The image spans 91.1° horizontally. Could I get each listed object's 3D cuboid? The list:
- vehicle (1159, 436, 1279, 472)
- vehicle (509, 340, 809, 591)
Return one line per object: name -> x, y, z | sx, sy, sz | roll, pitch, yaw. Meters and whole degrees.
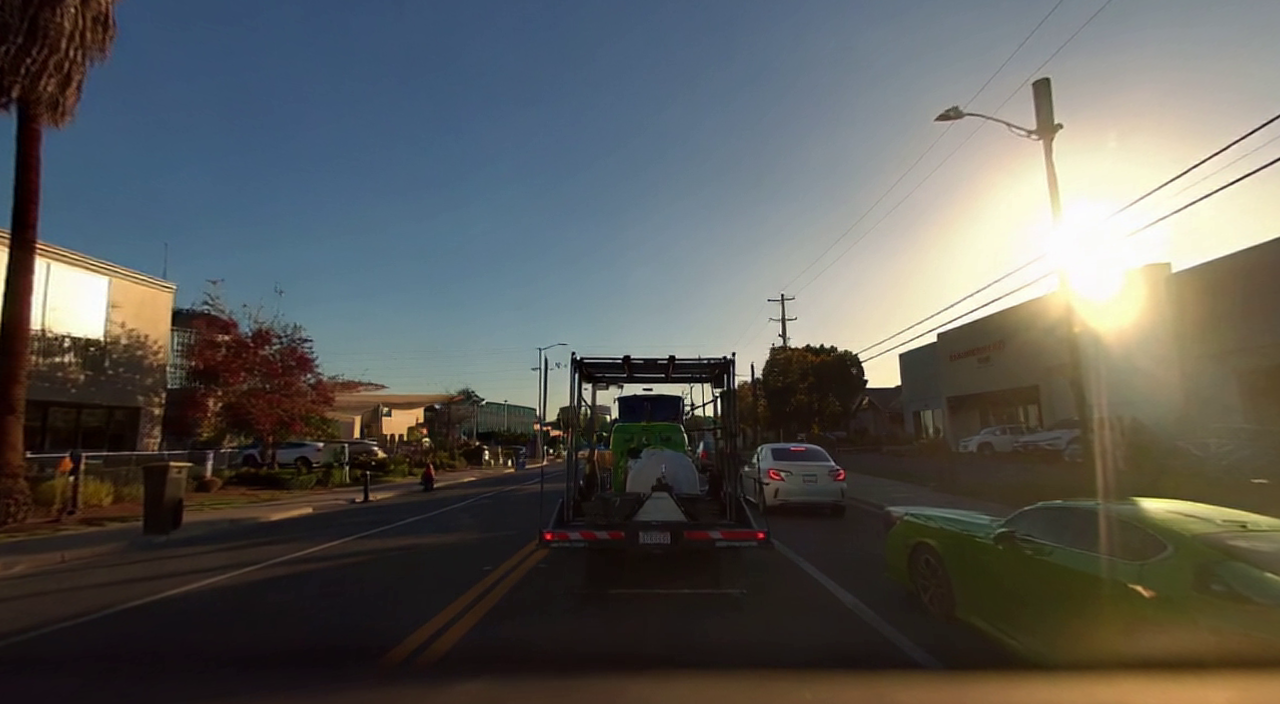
vehicle -> 28.571, 5.000, 30.885 | 4.193, 1.633, 1.928 | -4, -9, 26
vehicle -> 0.180, 1.512, 9.083 | 2.728, 2.305, 6.506 | 0, -8, 0
